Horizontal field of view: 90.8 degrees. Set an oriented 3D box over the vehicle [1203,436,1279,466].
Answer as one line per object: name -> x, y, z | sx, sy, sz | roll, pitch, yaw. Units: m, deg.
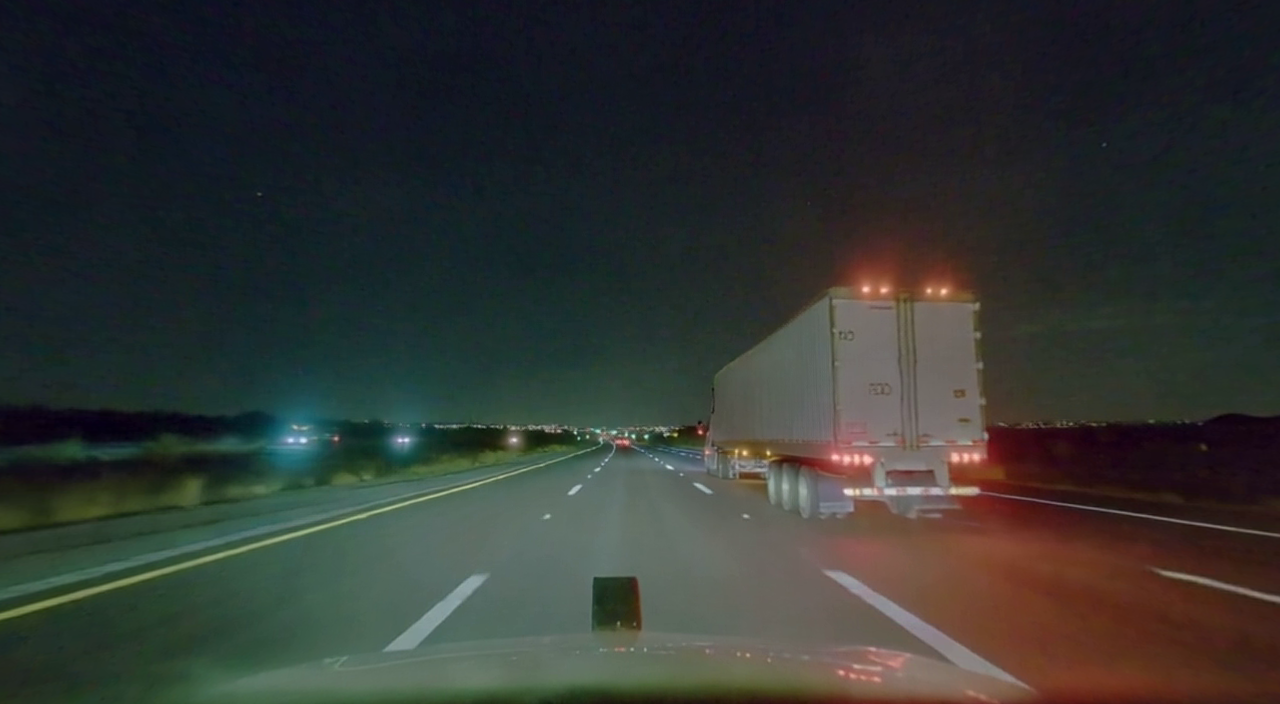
vehicle -> 46.892, 7.552, 48.258 | 5.583, 2.177, 2.775 | 1, -8, -11
